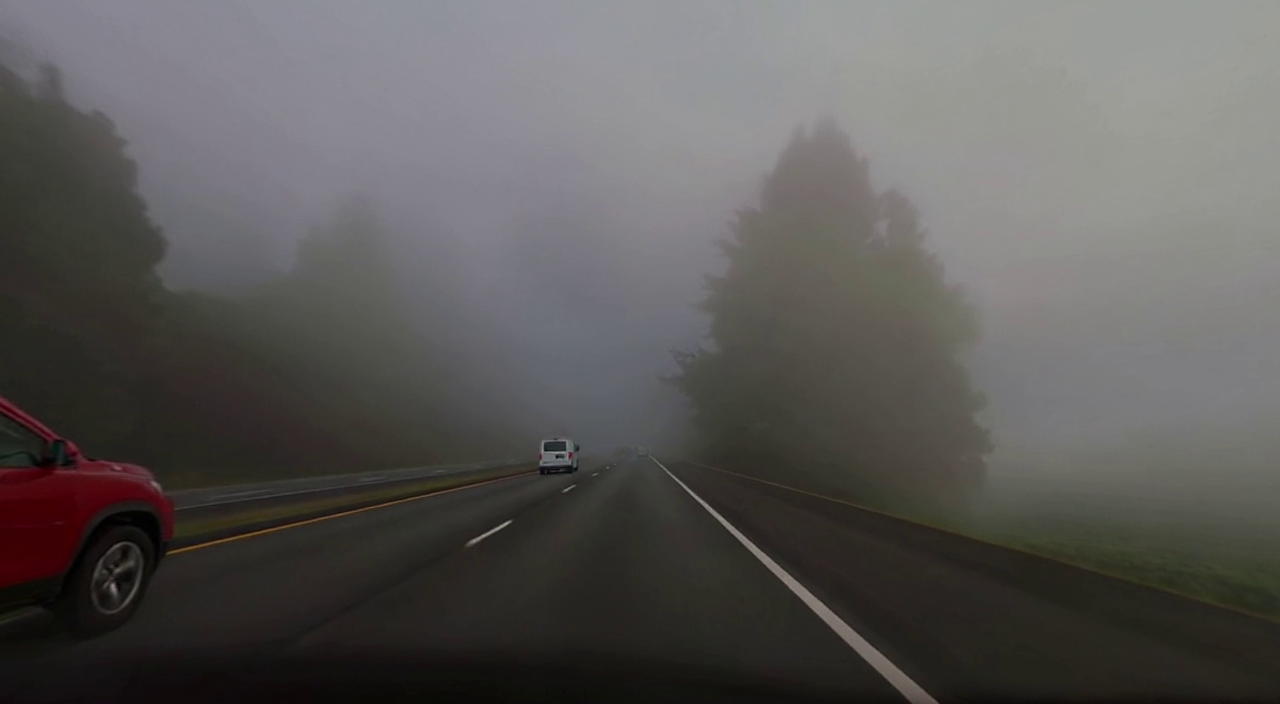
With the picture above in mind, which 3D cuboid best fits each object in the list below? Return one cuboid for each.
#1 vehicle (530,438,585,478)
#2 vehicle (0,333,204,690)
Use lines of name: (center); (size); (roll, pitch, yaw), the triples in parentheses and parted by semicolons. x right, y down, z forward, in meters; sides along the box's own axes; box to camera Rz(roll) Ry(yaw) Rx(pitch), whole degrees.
vehicle: (-4.008, 5.205, 31.222); (2.056, 1.811, 4.202); (0, -9, 1)
vehicle: (-4.575, 0.752, 2.632); (2.102, 1.941, 4.703); (0, -9, 0)
